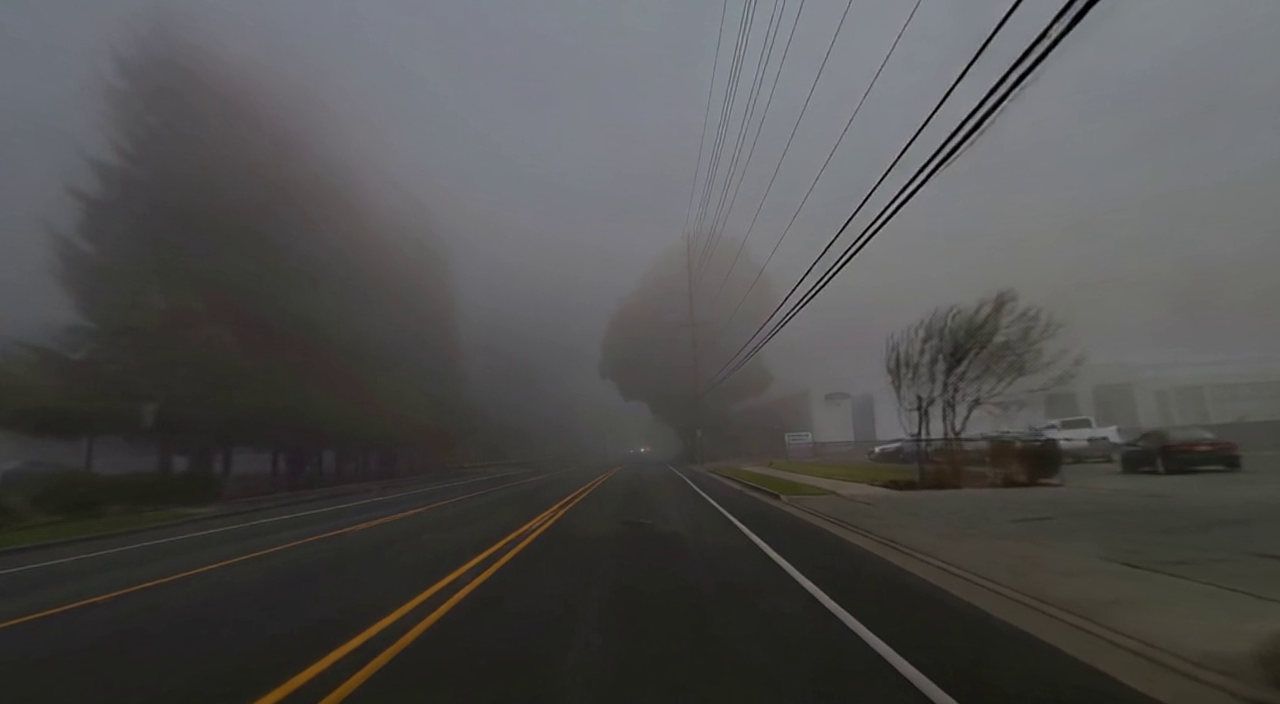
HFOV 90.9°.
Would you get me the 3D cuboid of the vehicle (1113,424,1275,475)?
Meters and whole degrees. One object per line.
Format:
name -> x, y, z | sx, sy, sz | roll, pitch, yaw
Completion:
vehicle -> 18.512, 3.273, 21.349 | 1.875, 1.440, 3.925 | -4, -8, 1
